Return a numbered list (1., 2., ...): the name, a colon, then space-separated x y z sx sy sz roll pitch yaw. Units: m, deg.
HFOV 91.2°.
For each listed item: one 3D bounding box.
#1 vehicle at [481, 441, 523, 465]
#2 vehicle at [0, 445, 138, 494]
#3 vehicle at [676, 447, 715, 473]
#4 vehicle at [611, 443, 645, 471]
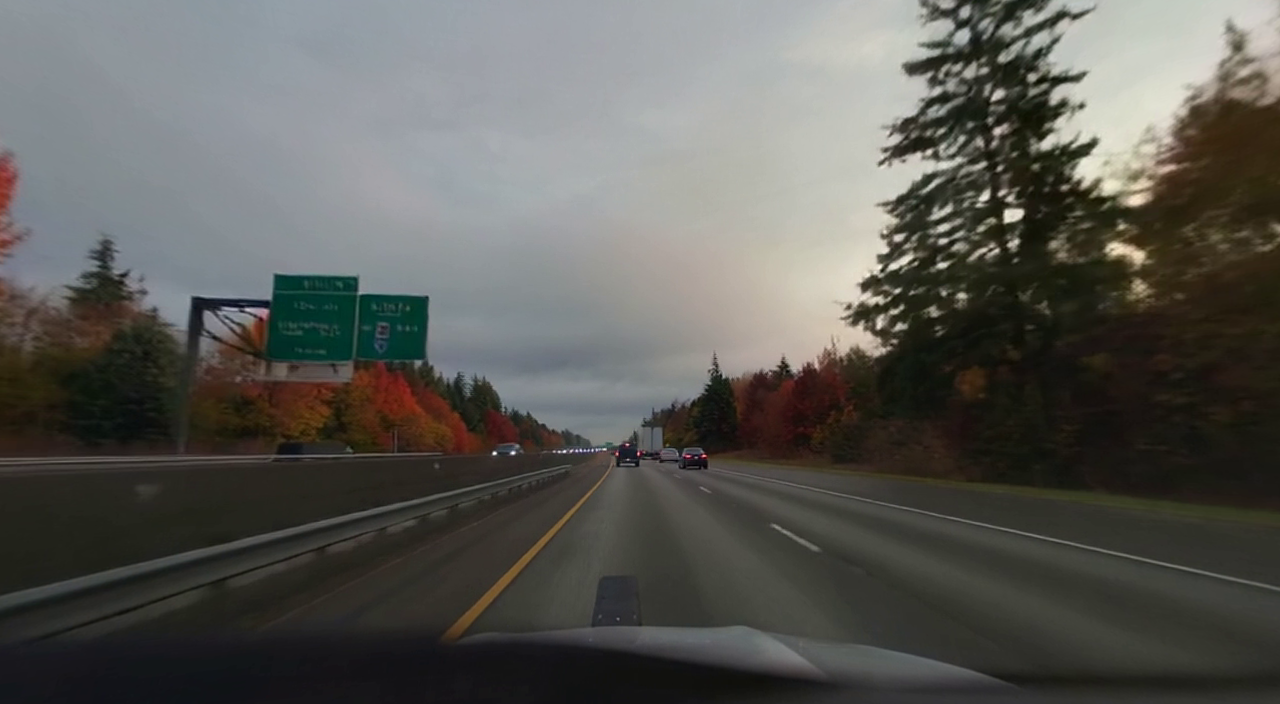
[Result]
1. vehicle: -9.215 6.770 42.169 1.898 1.521 4.308 0 -9 -1
2. vehicle: -44.915 9.032 49.360 2.868 3.423 9.459 0 -8 -1
3. vehicle: 3.412 6.683 39.005 1.968 1.513 3.911 0 -9 -1
4. vehicle: -0.805 6.981 41.804 2.151 1.693 4.201 0 -9 -2
